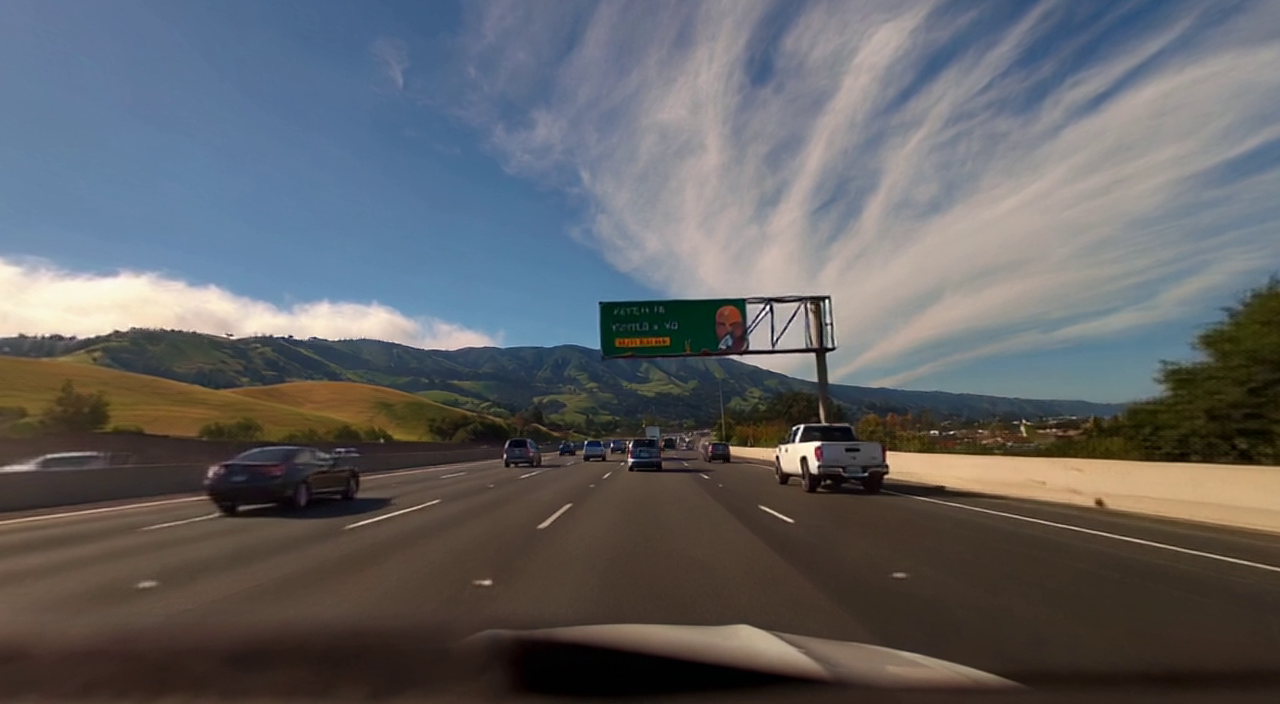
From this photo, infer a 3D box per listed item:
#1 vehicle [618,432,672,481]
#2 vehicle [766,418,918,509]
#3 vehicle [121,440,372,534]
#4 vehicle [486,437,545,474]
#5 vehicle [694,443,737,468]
[{"bbox_3d":[0.178,4.251,25.917,2.052,1.808,3.898,0,-8,-1],"label":"vehicle"},{"bbox_3d":[4.669,2.651,15.461,2.029,1.859,4.669,0,-8,-2],"label":"vehicle"},{"bbox_3d":[-7.398,2.537,12.657,1.916,1.482,4.908,0,-8,0],"label":"vehicle"},{"bbox_3d":[-6.534,5.490,33.698,2.160,1.799,5.001,0,-8,0],"label":"vehicle"},{"bbox_3d":[4.622,6.360,39.050,1.998,1.456,4.338,0,-8,-2],"label":"vehicle"}]
